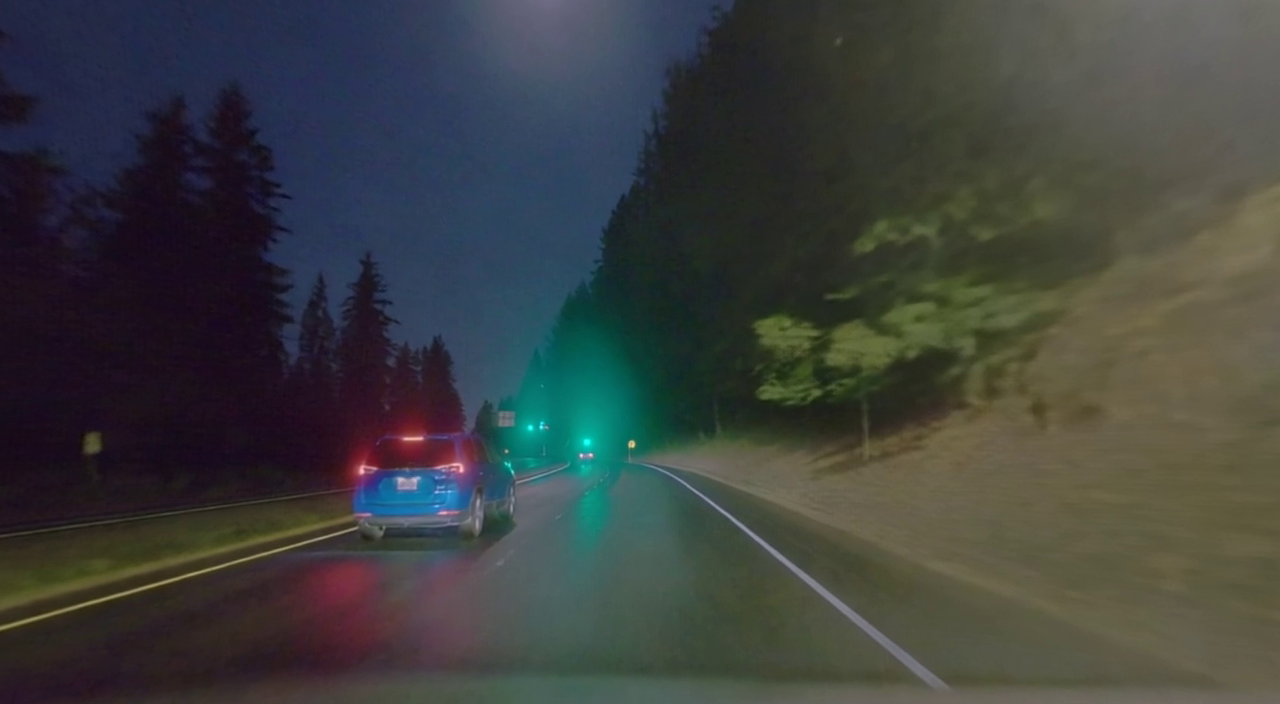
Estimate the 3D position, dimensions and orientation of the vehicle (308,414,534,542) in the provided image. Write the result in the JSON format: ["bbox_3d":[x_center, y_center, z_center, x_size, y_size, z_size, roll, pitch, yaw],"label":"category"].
[{"bbox_3d":[-3.637,2.224,11.792,2.336,1.857,4.986,0,-9,1],"label":"vehicle"}]

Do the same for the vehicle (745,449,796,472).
[{"bbox_3d":[8.926,7.431,43.235,1.606,1.438,3.446,2,-10,-25],"label":"vehicle"}]
